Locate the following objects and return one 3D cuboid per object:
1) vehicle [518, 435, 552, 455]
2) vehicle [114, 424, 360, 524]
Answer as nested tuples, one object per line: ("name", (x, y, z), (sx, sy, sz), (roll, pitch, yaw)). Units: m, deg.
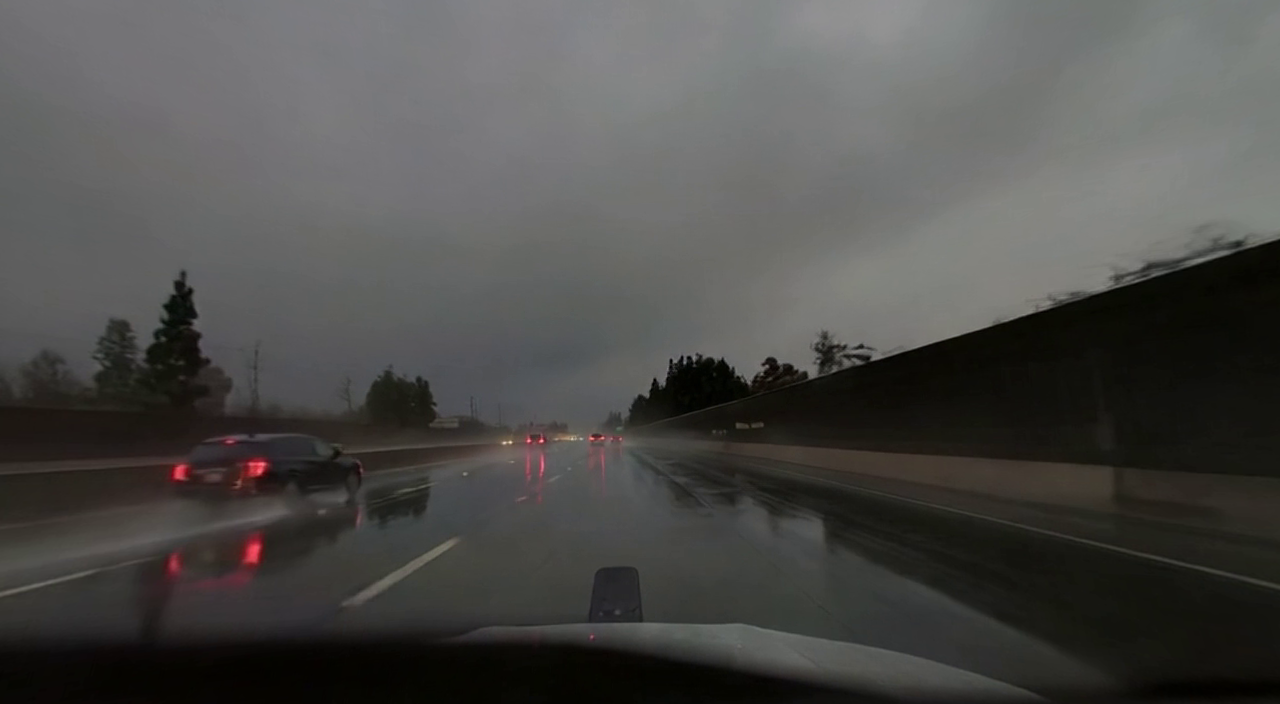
("vehicle", (-8.089, 7.192, 48.765), (1.988, 1.505, 4.044), (0, -8, -2))
("vehicle", (-7.254, 2.198, 11.993), (1.972, 1.532, 4.222), (0, -8, -1))
